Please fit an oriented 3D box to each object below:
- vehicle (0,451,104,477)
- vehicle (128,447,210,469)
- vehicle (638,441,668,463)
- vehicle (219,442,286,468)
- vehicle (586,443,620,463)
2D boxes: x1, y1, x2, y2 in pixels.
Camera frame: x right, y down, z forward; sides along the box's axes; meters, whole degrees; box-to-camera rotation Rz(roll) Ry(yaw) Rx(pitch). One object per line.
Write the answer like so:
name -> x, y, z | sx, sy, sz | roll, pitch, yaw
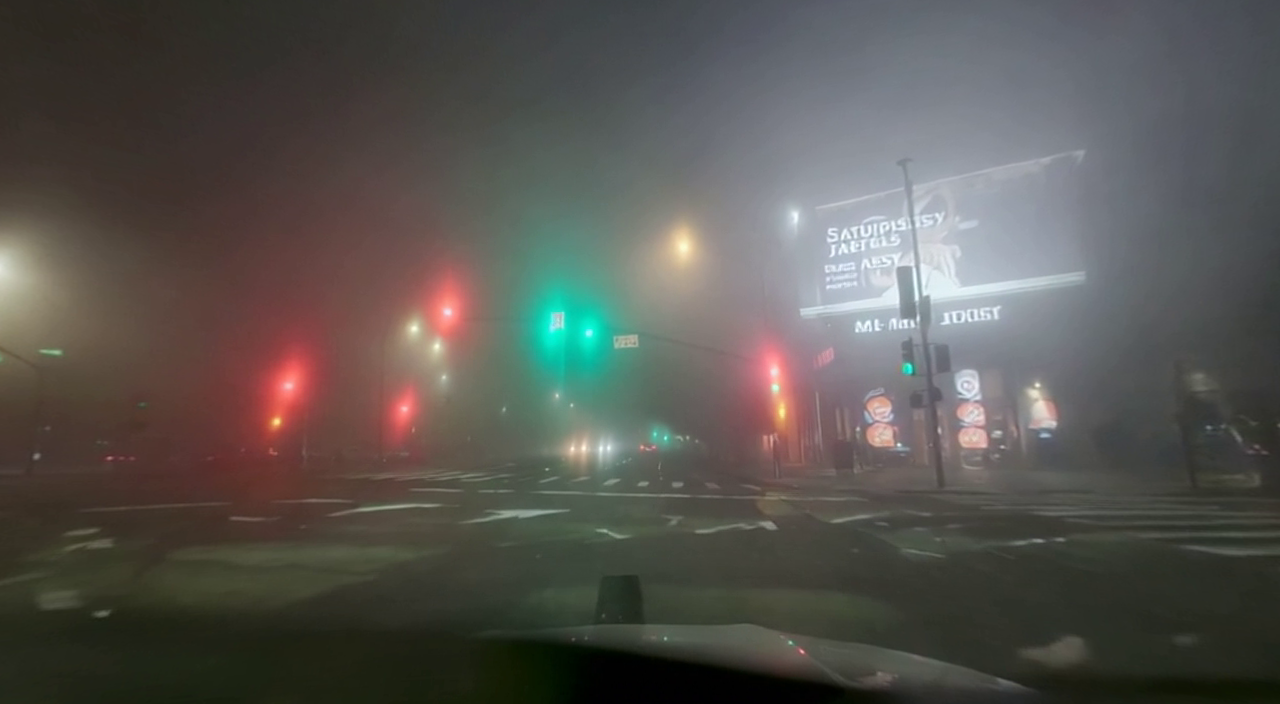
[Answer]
vehicle -> -36.323, 6.849, 38.938 | 1.826, 1.432, 4.530 | -5, -10, 29
vehicle -> -35.204, 7.916, 47.360 | 1.802, 1.549, 4.439 | -4, -10, 26
vehicle -> 0.998, 7.569, 47.950 | 2.168, 1.545, 4.047 | 0, -9, 1
vehicle -> -28.231, 7.467, 46.113 | 1.643, 1.755, 3.666 | -5, -9, 34
vehicle -> -2.719, 7.496, 47.137 | 1.962, 1.420, 4.021 | 0, -9, 4
